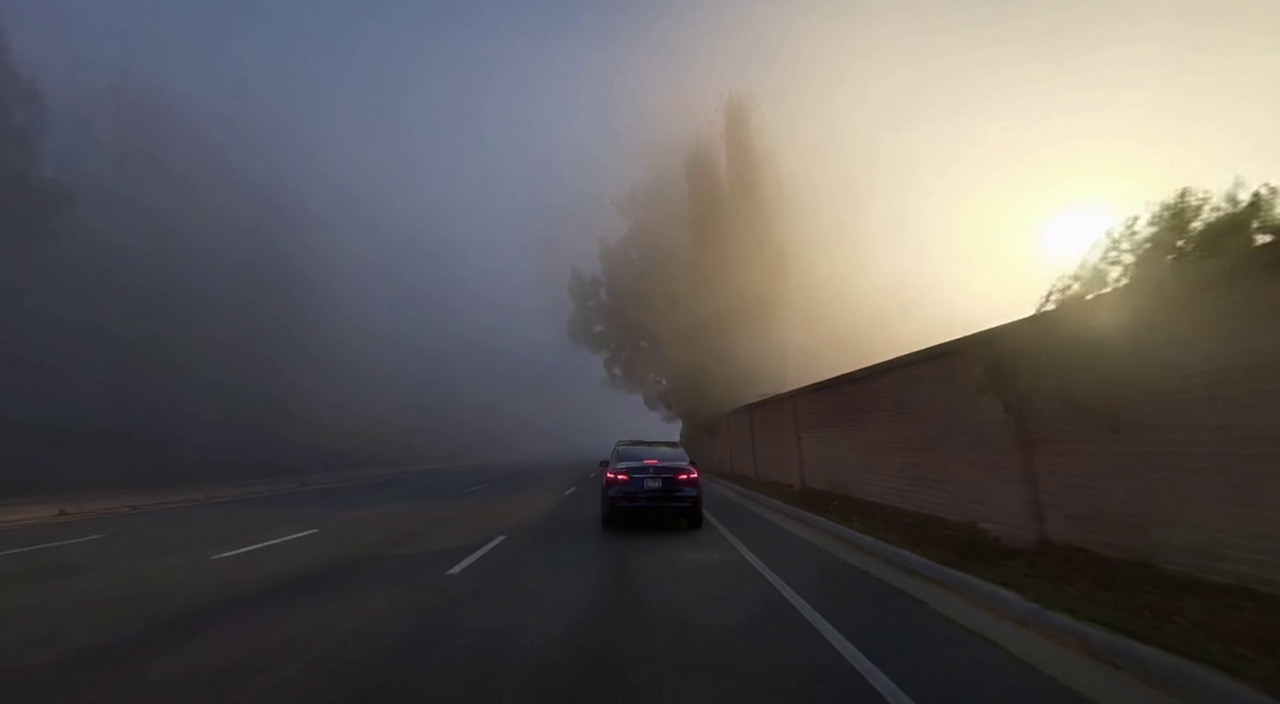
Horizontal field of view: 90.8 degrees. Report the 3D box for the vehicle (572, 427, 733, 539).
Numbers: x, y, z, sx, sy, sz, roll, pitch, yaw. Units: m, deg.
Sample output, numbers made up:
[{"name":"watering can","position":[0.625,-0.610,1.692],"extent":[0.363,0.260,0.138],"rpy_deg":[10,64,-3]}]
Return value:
[{"name":"vehicle","position":[0.132,2.104,10.821],"extent":[2.205,1.509,4.272],"rpy_deg":[0,-8,-1]}]
